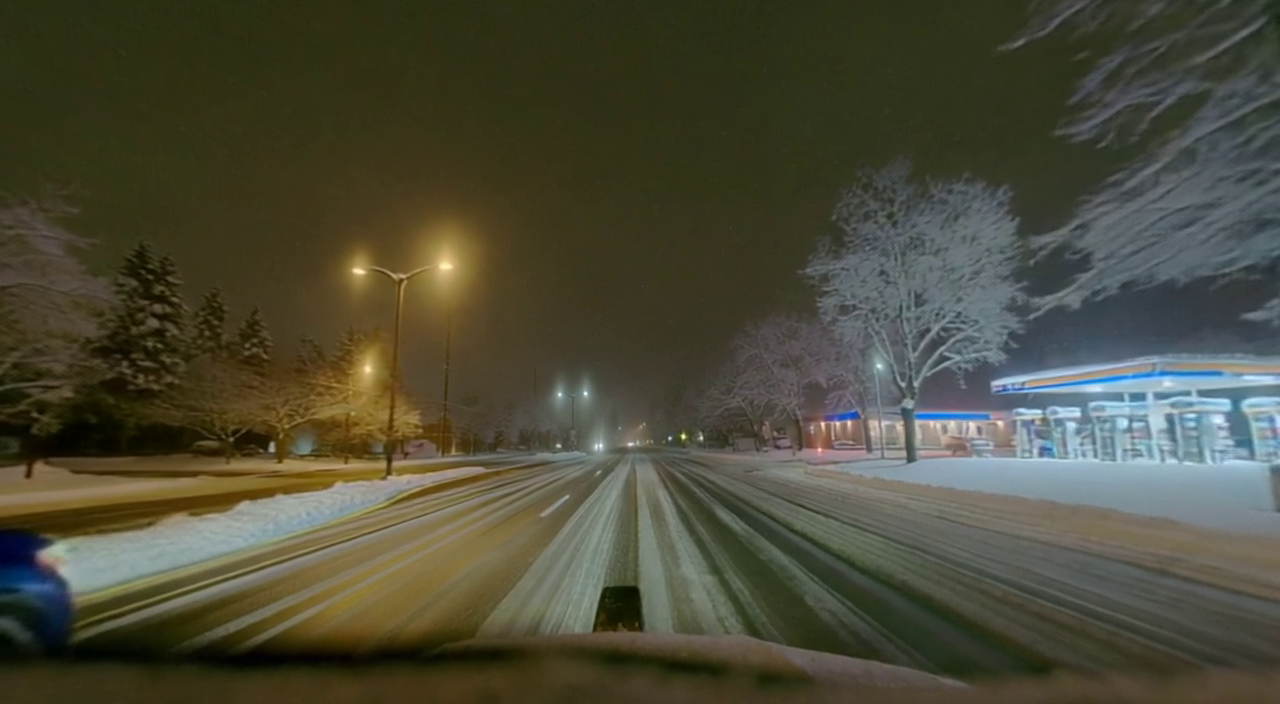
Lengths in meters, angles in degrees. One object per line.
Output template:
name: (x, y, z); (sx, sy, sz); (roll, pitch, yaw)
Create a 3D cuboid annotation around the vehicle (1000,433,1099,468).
vehicle: (23.232, 5.597, 35.962); (2.302, 1.795, 4.724); (-2, -8, -2)
